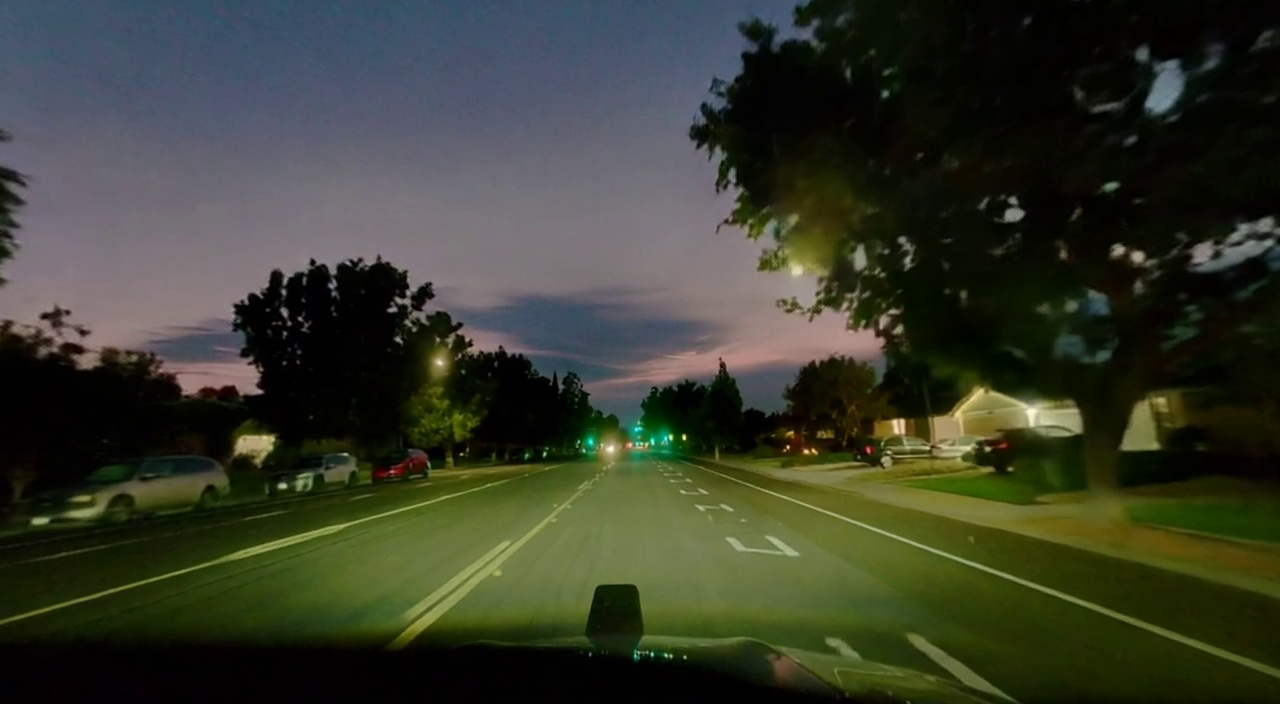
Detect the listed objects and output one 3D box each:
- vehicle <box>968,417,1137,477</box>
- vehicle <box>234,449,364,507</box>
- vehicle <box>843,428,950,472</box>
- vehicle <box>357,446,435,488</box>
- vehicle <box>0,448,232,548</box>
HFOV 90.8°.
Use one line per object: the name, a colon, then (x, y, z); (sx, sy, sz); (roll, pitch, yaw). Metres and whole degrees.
vehicle: (14.542, 3.356, 22.476); (4.498, 1.831, 2.059); (-2, -8, -1)
vehicle: (-12.132, 4.455, 22.965); (2.007, 1.663, 5.077); (-2, -7, -1)
vehicle: (12.200, 4.657, 30.244); (4.194, 1.850, 1.951); (-2, -7, -4)
vehicle: (-12.295, 5.780, 32.191); (2.105, 1.930, 4.541); (0, -8, 0)
vehicle: (-12.145, 3.226, 14.797); (1.962, 1.735, 4.927); (-2, -7, -1)
